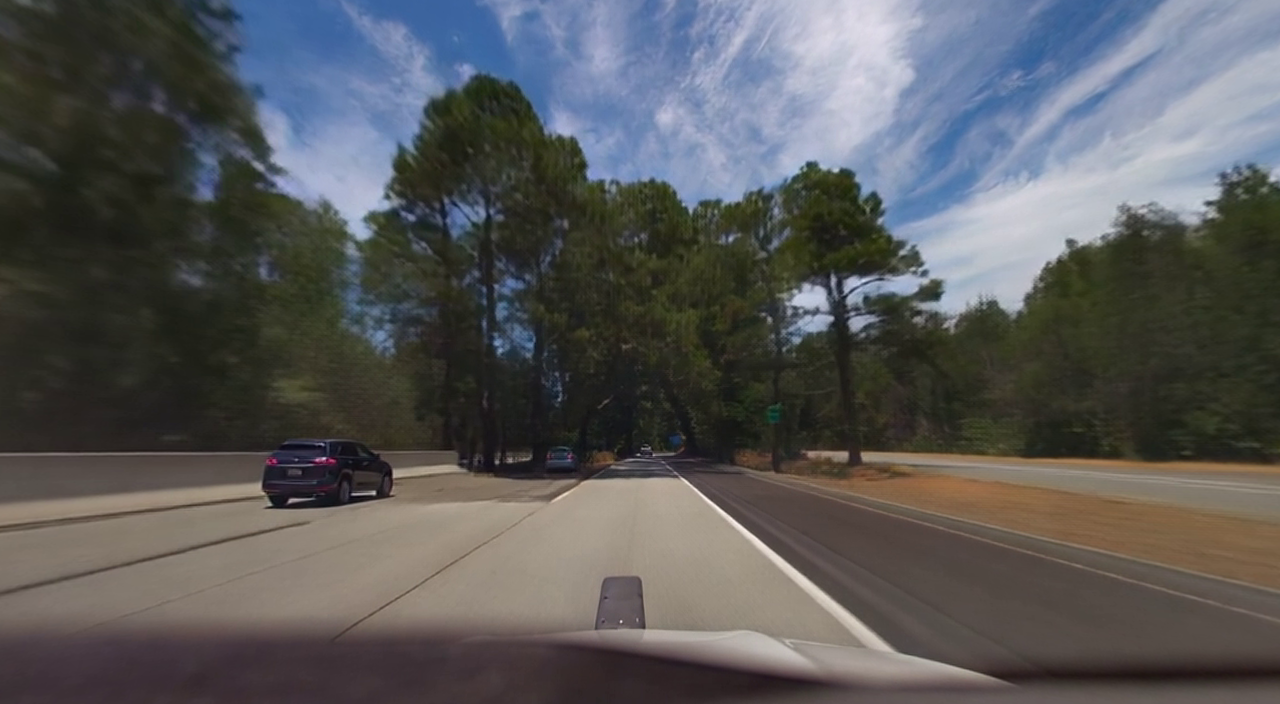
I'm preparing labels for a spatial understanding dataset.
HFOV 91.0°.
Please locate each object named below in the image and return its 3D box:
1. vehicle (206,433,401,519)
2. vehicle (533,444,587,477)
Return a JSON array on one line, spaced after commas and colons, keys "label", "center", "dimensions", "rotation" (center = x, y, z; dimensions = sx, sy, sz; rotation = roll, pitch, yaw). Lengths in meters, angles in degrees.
[{"label": "vehicle", "center": [-7.222, 2.681, 14.144], "dimensions": [2.007, 1.616, 4.141], "rotation": [0, -9, 1]}, {"label": "vehicle", "center": [-4.006, 5.519, 32.322], "dimensions": [2.104, 1.558, 4.639], "rotation": [0, -9, 1]}]
